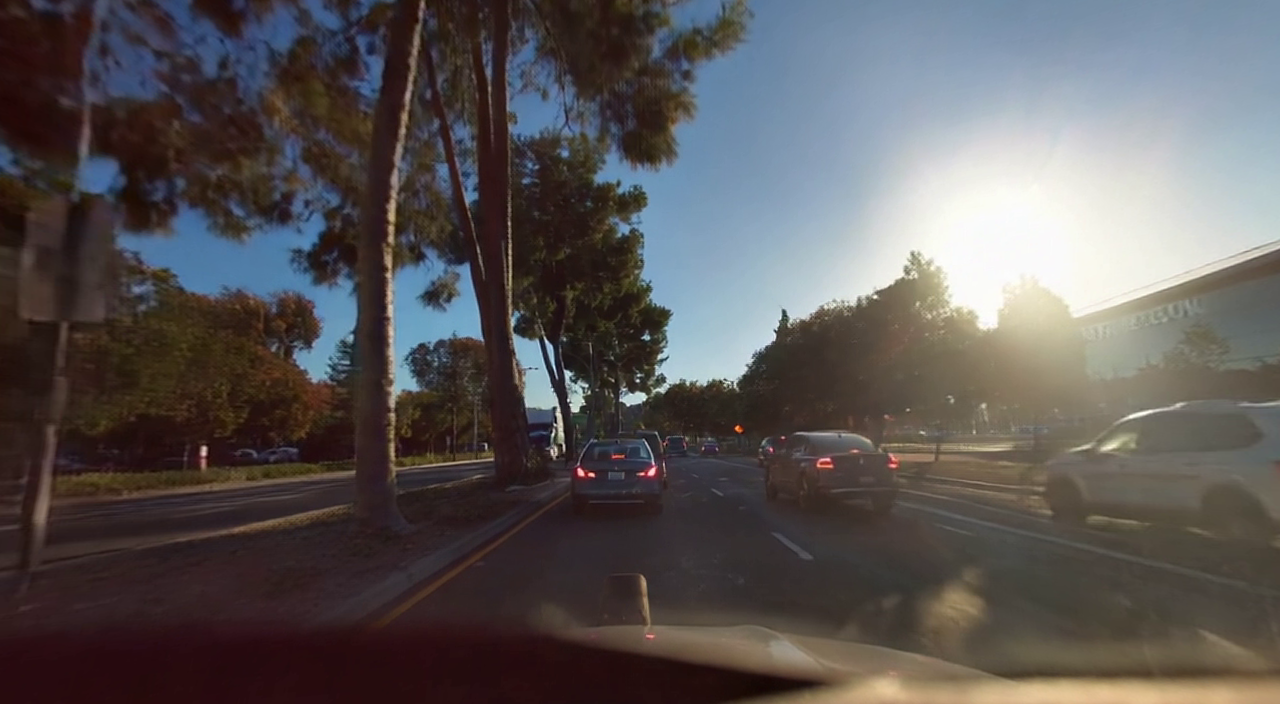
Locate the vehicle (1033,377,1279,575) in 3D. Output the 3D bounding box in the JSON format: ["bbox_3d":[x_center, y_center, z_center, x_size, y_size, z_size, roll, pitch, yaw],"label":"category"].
[{"bbox_3d":[7.588,1.434,7.578,2.425,1.936,5.081,0,-8,1],"label":"vehicle"}]

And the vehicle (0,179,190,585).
[{"bbox_3d":[-8.433,-0.519,1.043,3.250,4.249,16.263,0,-8,1],"label":"vehicle"}]

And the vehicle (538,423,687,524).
[{"bbox_3d":[-0.426,2.214,11.912,2.315,1.563,4.080,0,-8,0],"label":"vehicle"}]

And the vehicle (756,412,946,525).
[{"bbox_3d":[3.741,2.175,12.220,2.090,1.763,4.560,0,-8,0],"label":"vehicle"}]

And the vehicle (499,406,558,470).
[{"bbox_3d":[-8.042,6.372,46.317,3.043,4.303,6.343,0,-8,1],"label":"vehicle"}]
